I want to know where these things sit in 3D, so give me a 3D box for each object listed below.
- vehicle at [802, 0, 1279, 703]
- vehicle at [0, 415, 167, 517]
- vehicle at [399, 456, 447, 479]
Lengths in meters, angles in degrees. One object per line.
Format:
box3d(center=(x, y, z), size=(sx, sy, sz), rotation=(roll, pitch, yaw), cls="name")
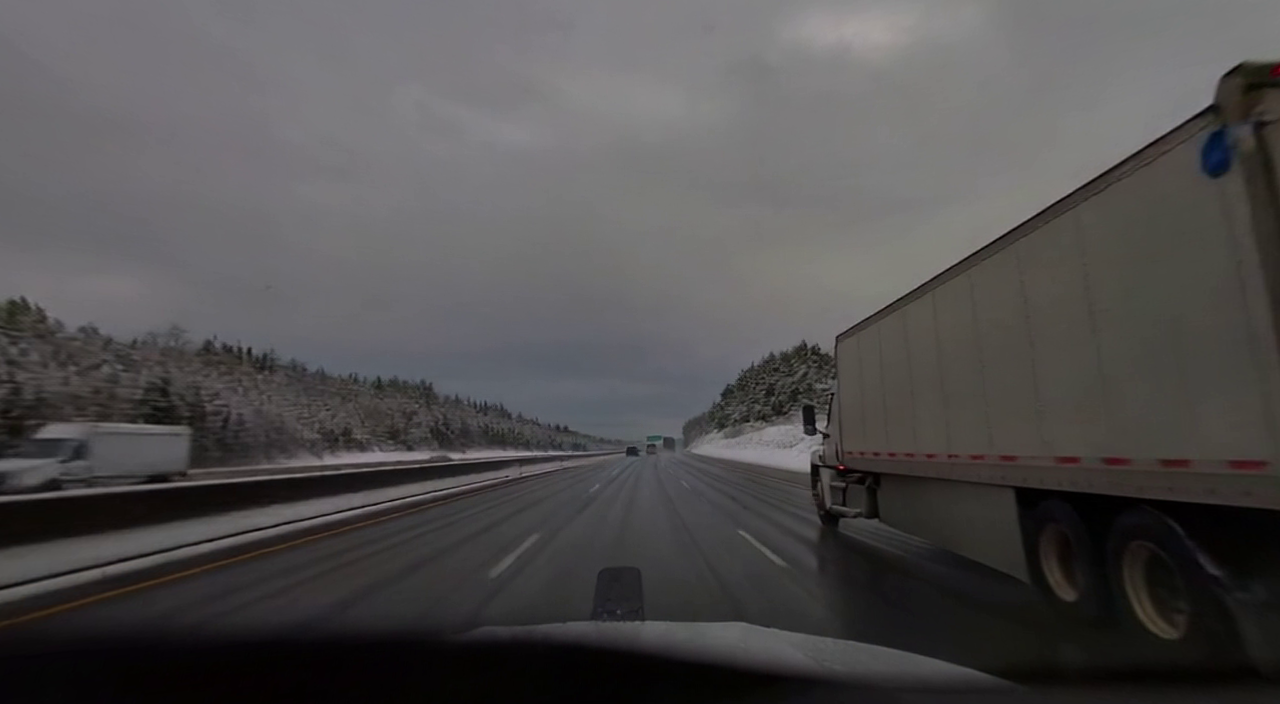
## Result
box3d(center=(4.091, 0.571, 5.939), size=(2.771, 3.313, 8.121), rotation=(0, -9, -1), cls="vehicle")
box3d(center=(-19.617, 3.695, 20.783), size=(2.658, 2.883, 6.850), rotation=(0, -9, 0), cls="vehicle")
box3d(center=(-14.691, 7.808, 42.943), size=(1.904, 1.469, 3.904), rotation=(0, -9, 0), cls="vehicle")
